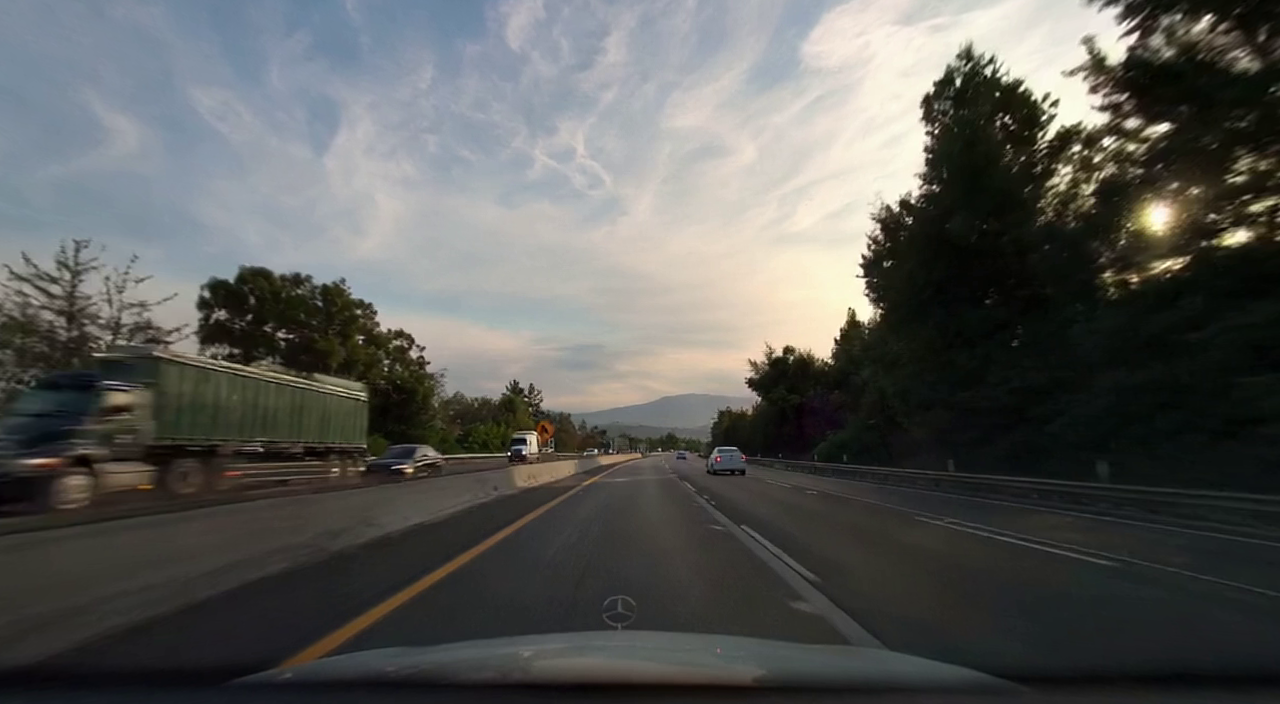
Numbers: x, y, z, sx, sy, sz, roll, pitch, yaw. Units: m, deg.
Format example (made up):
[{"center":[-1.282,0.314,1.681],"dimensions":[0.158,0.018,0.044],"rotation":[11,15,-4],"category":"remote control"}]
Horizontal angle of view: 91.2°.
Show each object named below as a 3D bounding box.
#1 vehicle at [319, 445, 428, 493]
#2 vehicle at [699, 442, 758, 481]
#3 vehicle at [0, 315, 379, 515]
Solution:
[{"center":[-9.397,4.135,22.569],"dimensions":[1.920,1.532,4.578],"rotation":[0,-9,0],"category":"vehicle"},{"center":[4.125,5.195,29.965],"dimensions":[2.089,1.660,4.729],"rotation":[0,-9,-1],"category":"vehicle"},{"center":[-14.078,2.553,21.157],"dimensions":[3.257,4.097,16.693],"rotation":[0,-9,0],"category":"vehicle"}]
